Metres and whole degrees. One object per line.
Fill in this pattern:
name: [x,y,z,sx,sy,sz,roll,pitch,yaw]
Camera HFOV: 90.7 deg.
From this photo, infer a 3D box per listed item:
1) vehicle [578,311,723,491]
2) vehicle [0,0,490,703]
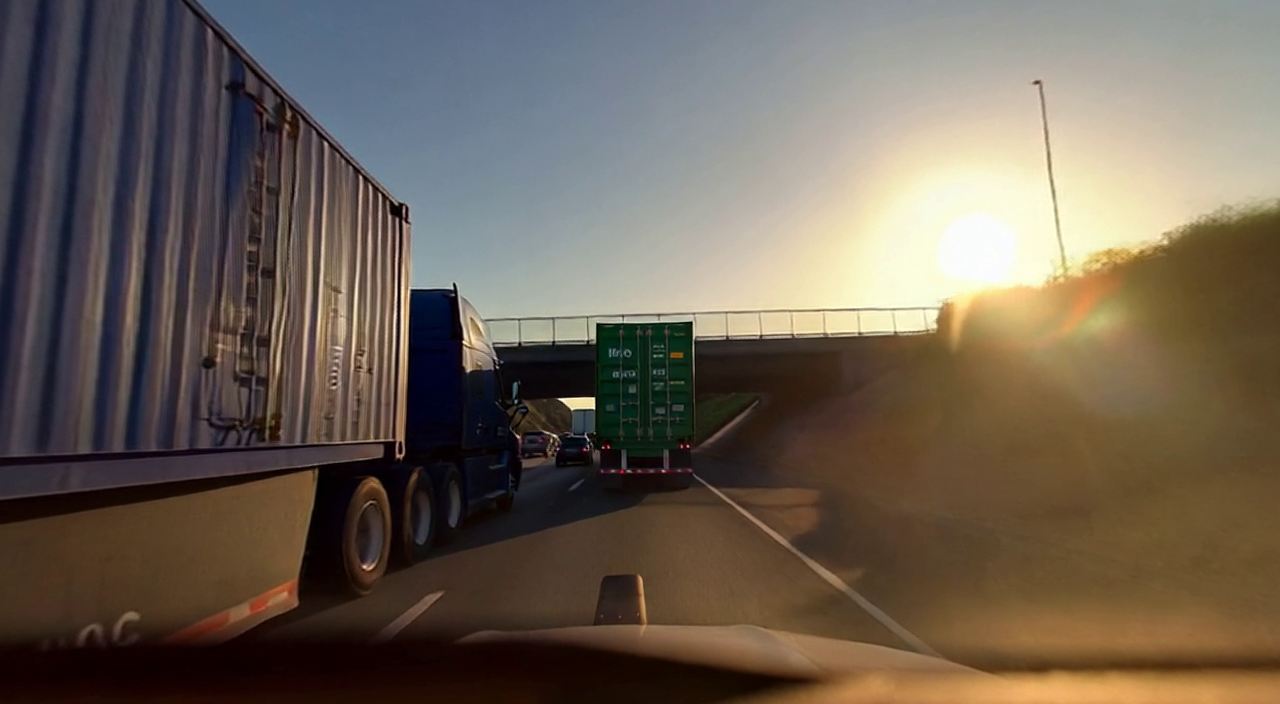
vehicle: [0.193,1.666,18.664,3.357,4.212,7.519,0,-8,-1]
vehicle: [-3.697,-0.402,2.322,2.873,4.198,13.317,-1,-8,1]
